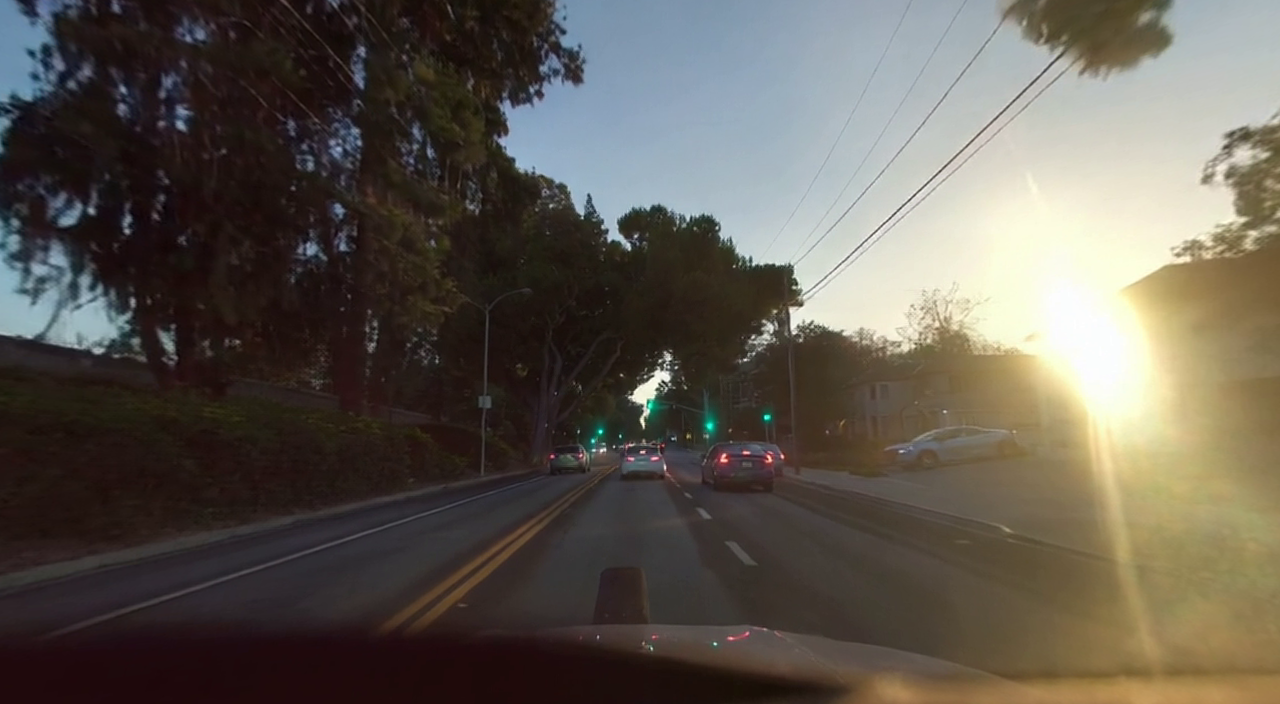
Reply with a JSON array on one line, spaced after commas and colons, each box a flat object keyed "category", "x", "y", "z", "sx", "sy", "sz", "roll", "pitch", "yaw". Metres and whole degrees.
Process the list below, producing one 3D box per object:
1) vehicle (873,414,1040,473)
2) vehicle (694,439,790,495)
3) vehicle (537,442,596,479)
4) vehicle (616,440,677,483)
[{"category": "vehicle", "x": 13.830, "y": 4.025, "z": 27.855, "sx": 5.929, "sy": 1.970, "sz": 2.381, "roll": -5, "pitch": -8, "yaw": -2}, {"category": "vehicle", "x": 2.964, "y": 3.455, "z": 19.401, "sx": 2.158, "sy": 1.483, "sz": 4.415, "roll": 0, "pitch": -8, "yaw": -1}, {"category": "vehicle", "x": -3.152, "y": 4.766, "z": 28.012, "sx": 2.012, "sy": 1.505, "sz": 4.205, "roll": 0, "pitch": -8, "yaw": 2}, {"category": "vehicle", "x": 0.209, "y": 4.062, "z": 23.744, "sx": 2.101, "sy": 1.467, "sz": 4.210, "roll": 0, "pitch": -8, "yaw": 0}]
